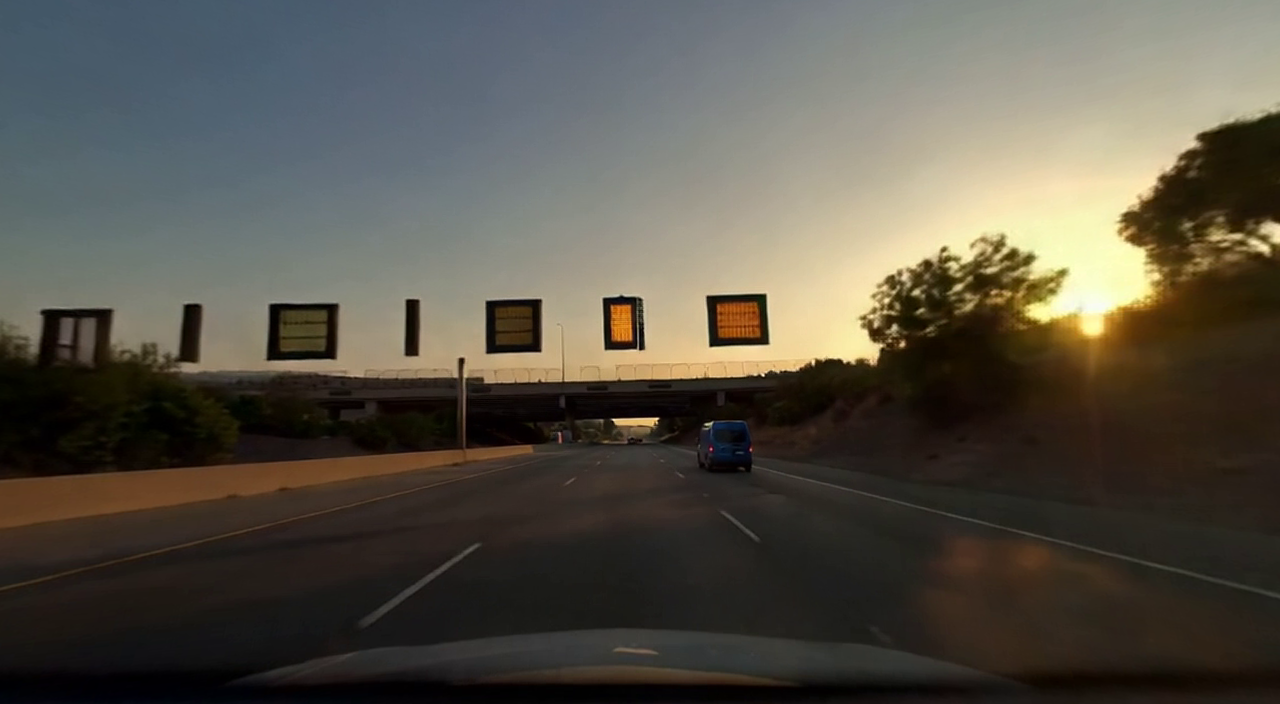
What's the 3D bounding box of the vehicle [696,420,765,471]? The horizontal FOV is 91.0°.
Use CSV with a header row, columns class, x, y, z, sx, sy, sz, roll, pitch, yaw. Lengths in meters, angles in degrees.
class,x,y,z,sx,sy,sz,roll,pitch,yaw
vehicle,3.772,4.018,27.211,2.161,2.002,4.631,0,-8,-2
